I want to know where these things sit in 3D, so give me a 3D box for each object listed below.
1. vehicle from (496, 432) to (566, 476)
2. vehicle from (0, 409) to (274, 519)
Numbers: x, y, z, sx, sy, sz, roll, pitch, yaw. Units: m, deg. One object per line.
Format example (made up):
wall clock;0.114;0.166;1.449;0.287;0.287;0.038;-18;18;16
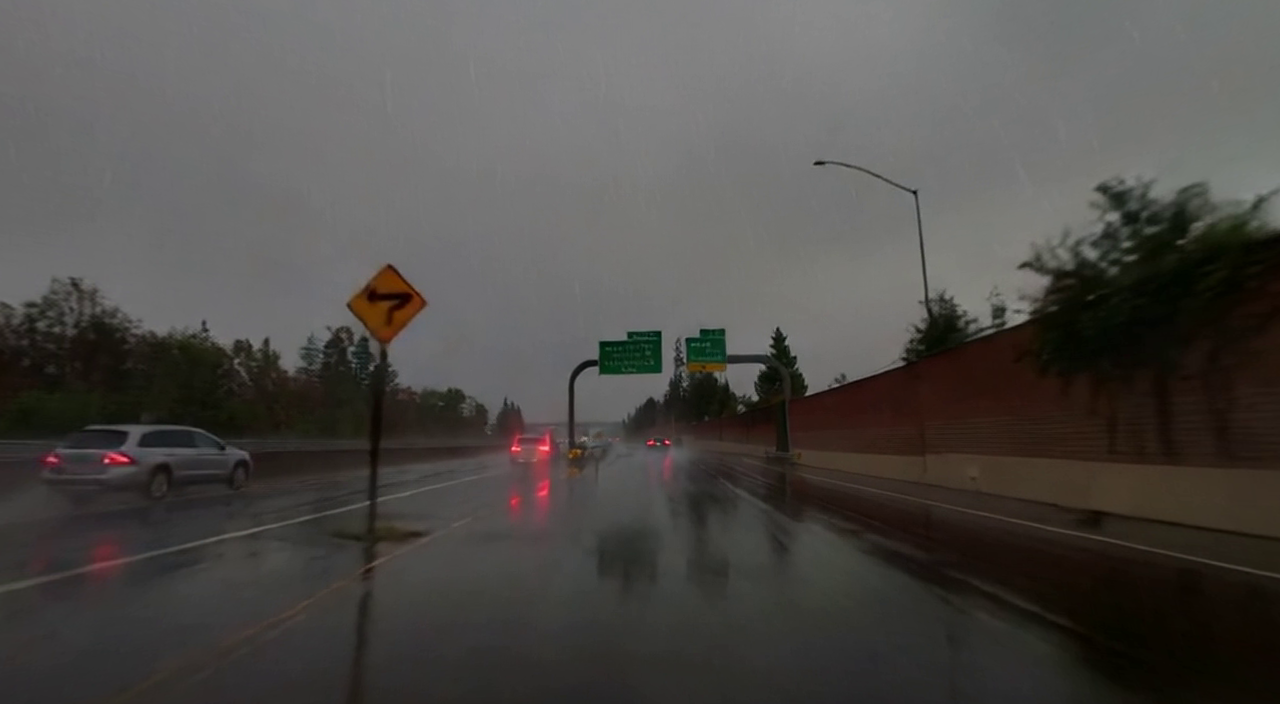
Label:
vehicle;-4.549;4.361;27.107;2.151;1.707;4.759;0;-8;0
vehicle;-9.294;2.025;11.814;2.025;1.618;4.683;0;-8;0
